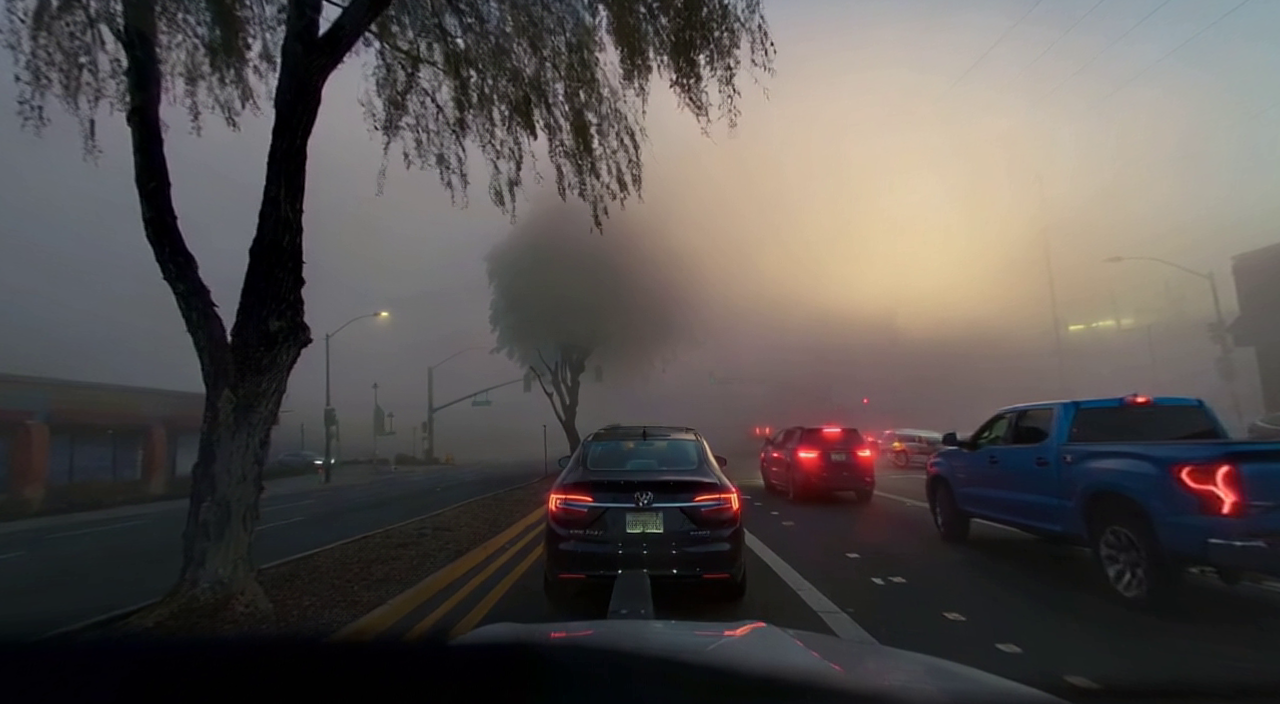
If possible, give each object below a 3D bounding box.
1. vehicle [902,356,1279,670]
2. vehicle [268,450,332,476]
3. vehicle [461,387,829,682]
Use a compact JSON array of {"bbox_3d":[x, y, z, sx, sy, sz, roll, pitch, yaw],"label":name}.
[{"bbox_3d":[4.534,1.248,6.014,2.019,1.803,4.634,0,-8,0],"label":"vehicle"},{"bbox_3d":[-24.081,7.848,44.876,1.798,1.706,4.385,-1,-8,6],"label":"vehicle"},{"bbox_3d":[-0.010,1.339,5.699,2.116,1.677,3.948,0,-8,-1],"label":"vehicle"}]
